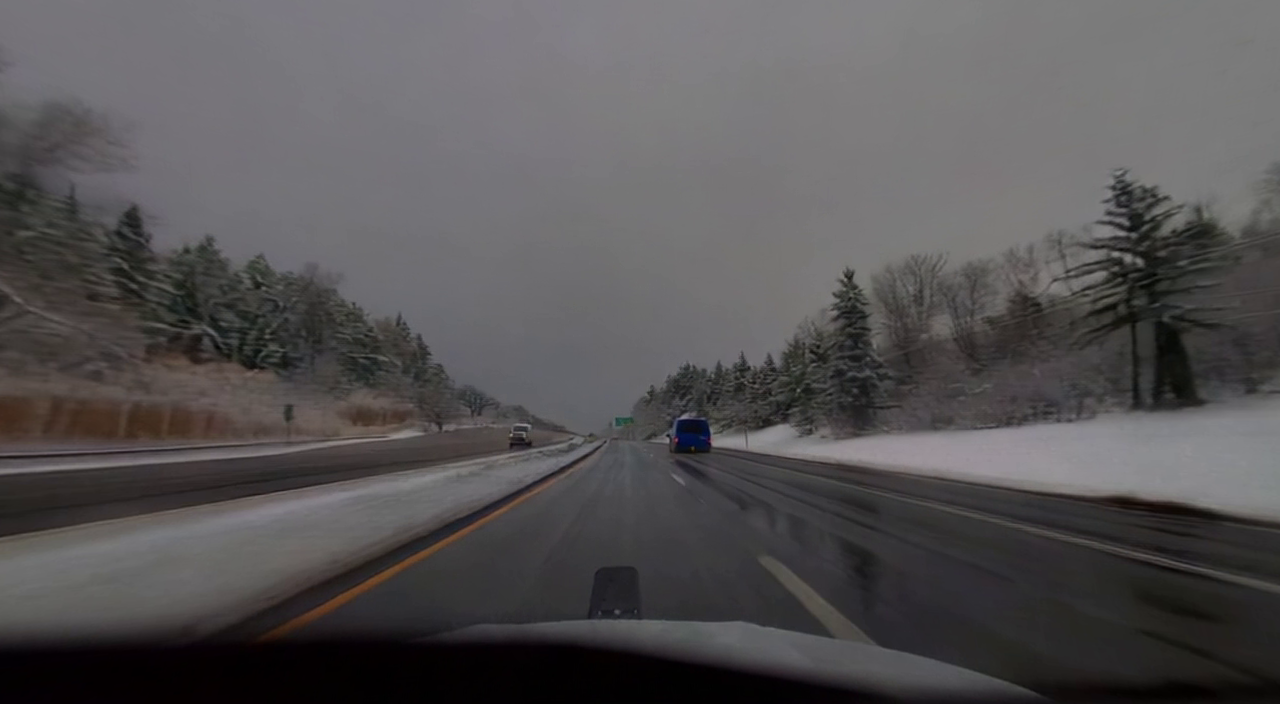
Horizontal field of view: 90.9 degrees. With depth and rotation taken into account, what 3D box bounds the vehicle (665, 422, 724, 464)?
[{"bbox_3d":[2.487,4.294,29.952,2.240,1.801,4.545,0,-8,-2],"label":"vehicle"}]
